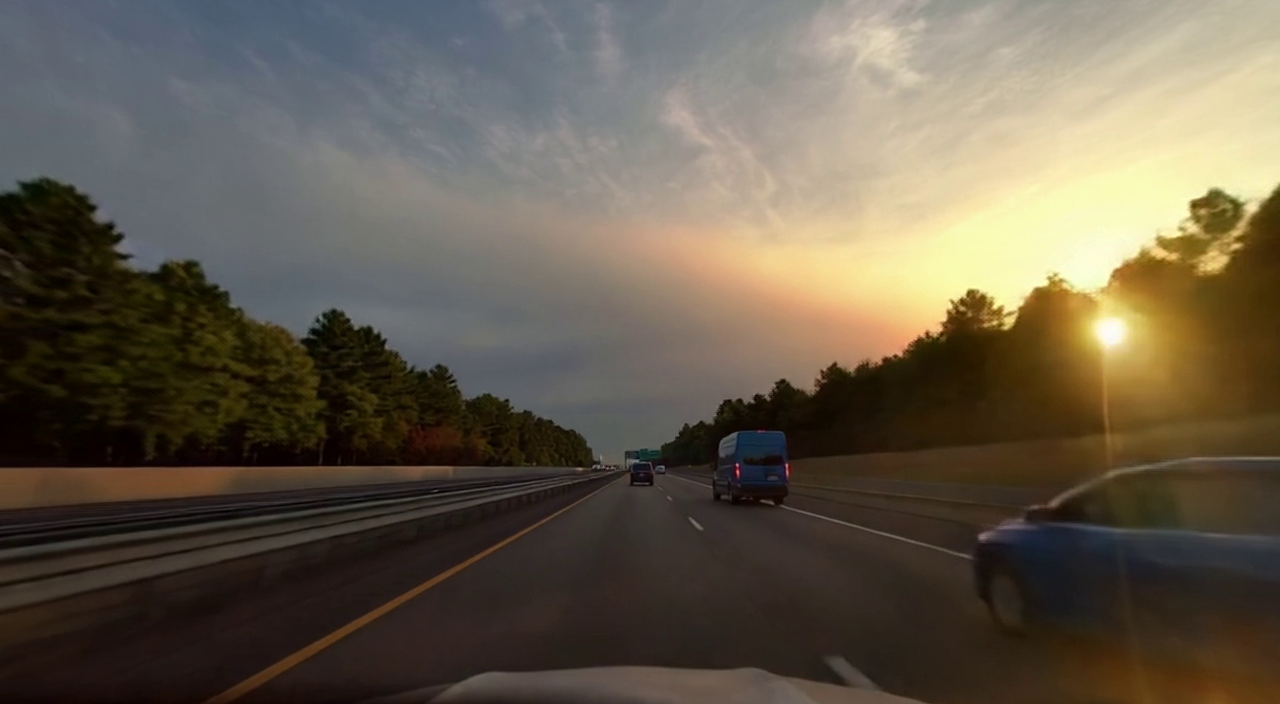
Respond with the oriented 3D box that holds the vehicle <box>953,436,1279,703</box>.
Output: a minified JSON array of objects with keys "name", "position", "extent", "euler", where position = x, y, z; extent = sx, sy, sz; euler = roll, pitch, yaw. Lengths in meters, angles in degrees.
[{"name":"vehicle","position":[3.980,1.250,3.291],"extent":[2.073,1.532,4.969],"euler":[1,-11,-1]}]

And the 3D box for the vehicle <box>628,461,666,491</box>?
[{"name":"vehicle","position":[0.434,7.756,39.520],"extent":[2.212,1.717,4.452],"euler":[1,-10,1]}]

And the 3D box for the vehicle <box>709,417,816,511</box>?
[{"name":"vehicle","position":[4.319,4.237,23.850],"extent":[2.563,2.975,6.941],"euler":[1,-11,-1]}]
